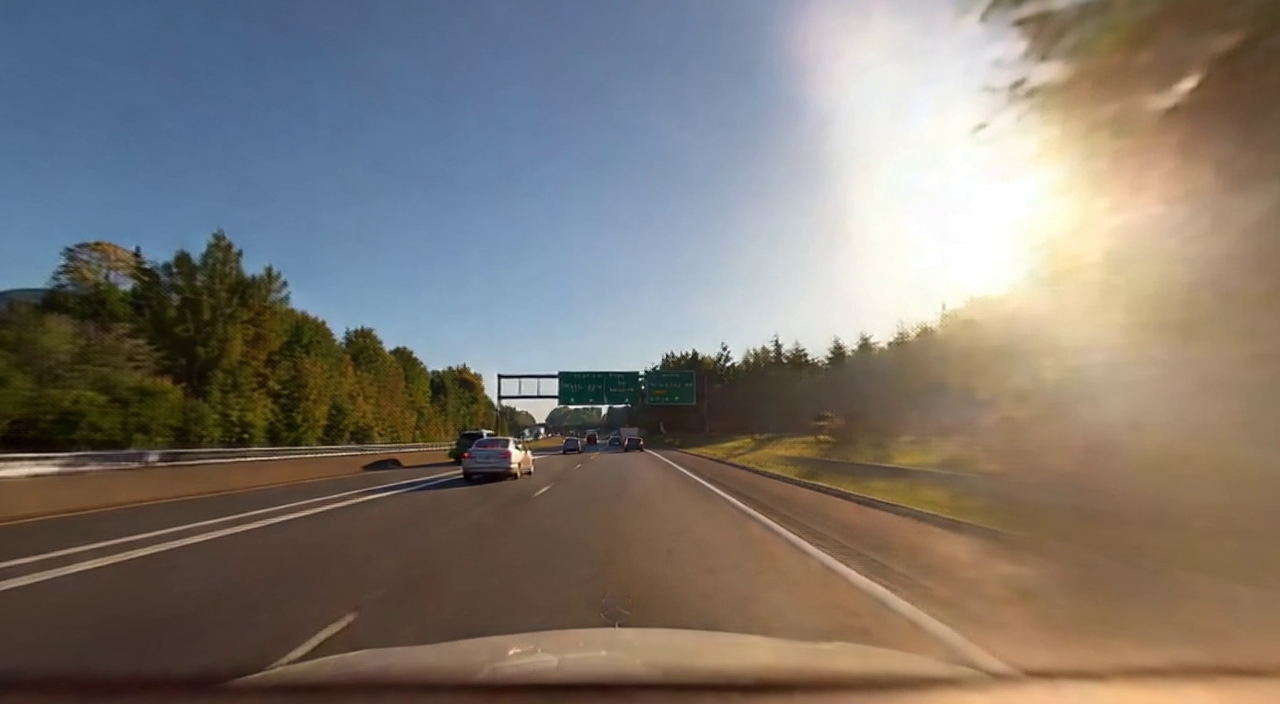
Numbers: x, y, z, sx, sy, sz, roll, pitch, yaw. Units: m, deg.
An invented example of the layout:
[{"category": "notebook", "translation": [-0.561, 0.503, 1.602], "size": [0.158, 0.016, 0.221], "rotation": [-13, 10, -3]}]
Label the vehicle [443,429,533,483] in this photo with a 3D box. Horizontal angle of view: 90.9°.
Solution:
[{"category": "vehicle", "translation": [-4.653, 3.217, 19.878], "size": [1.959, 1.514, 3.668], "rotation": [0, -8, 0]}]
